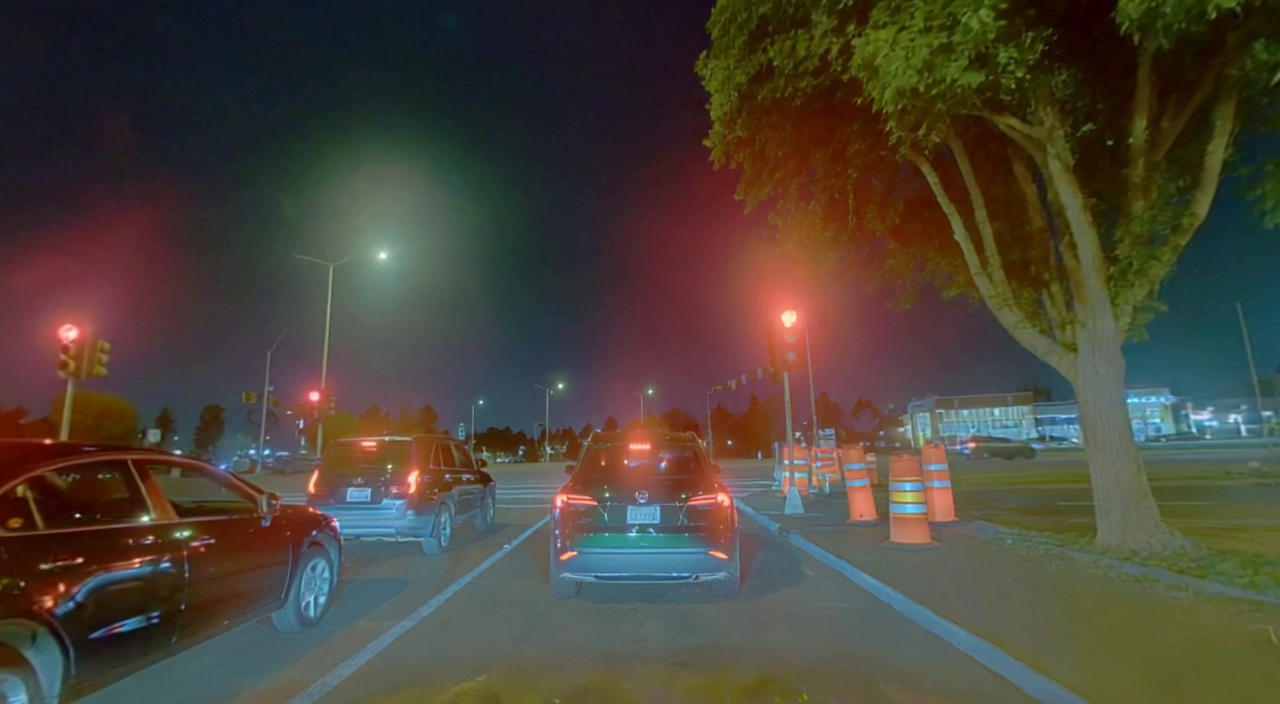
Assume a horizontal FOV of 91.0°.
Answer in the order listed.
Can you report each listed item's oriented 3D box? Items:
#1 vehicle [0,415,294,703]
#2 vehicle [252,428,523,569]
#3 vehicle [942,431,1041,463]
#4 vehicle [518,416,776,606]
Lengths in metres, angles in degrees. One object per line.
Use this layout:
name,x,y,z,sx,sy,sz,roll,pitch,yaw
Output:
vehicle,-3.592,0.946,2.145,2.064,1.497,4.722,0,-9,1
vehicle,-3.279,1.997,9.445,1.989,1.541,4.626,0,-9,2
vehicle,22.701,6.152,40.807,5.082,1.907,2.115,0,-9,2
vehicle,0.100,1.620,7.209,2.167,1.560,3.676,0,-9,1
